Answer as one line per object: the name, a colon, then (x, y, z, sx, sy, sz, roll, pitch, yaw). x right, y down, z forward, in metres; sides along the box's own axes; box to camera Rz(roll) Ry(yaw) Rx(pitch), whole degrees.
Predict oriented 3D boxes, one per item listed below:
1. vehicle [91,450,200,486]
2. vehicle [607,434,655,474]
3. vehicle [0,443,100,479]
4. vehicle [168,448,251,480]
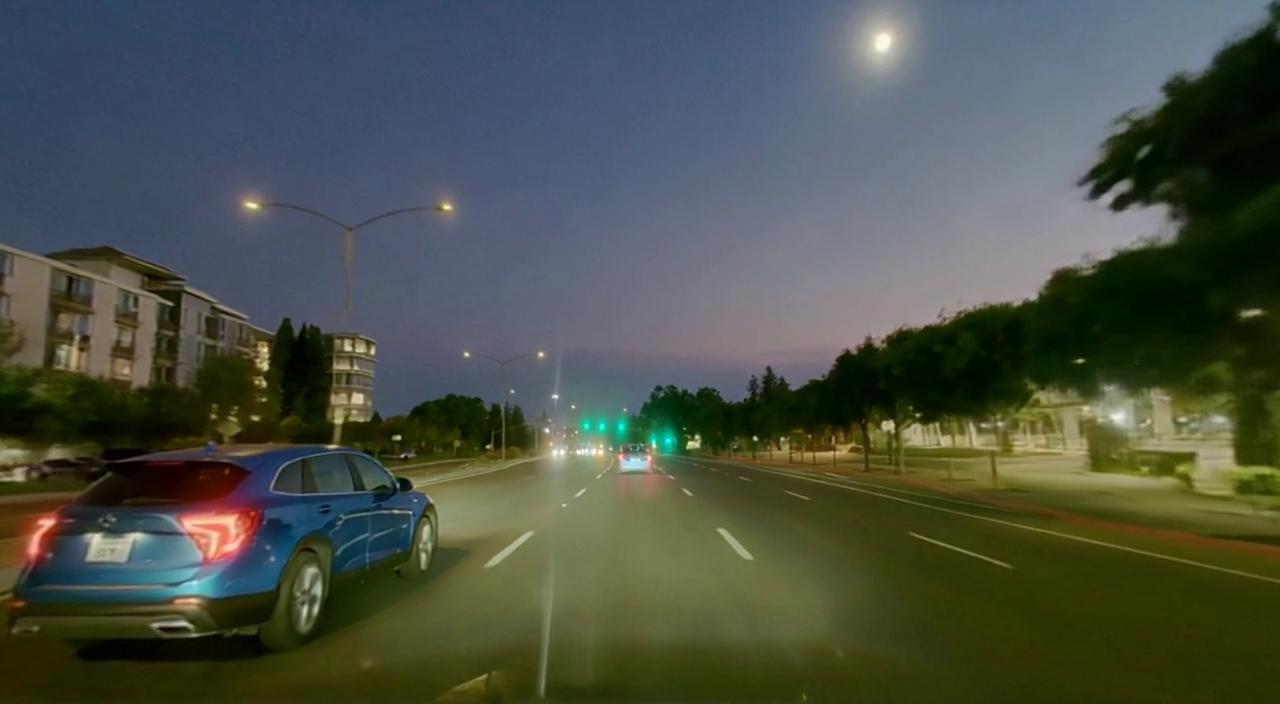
vehicle: (-26.853, 6.263, 34.576, 1.992, 1.798, 4.987, 0, -9, -1)
vehicle: (-0.429, 5.202, 32.258, 2.260, 1.872, 4.578, 0, -9, 0)
vehicle: (-35.305, 6.406, 37.140, 2.181, 1.913, 5.591, -1, -9, 0)
vehicle: (-27.138, 7.044, 40.043, 1.978, 1.835, 4.932, 0, -9, -3)
